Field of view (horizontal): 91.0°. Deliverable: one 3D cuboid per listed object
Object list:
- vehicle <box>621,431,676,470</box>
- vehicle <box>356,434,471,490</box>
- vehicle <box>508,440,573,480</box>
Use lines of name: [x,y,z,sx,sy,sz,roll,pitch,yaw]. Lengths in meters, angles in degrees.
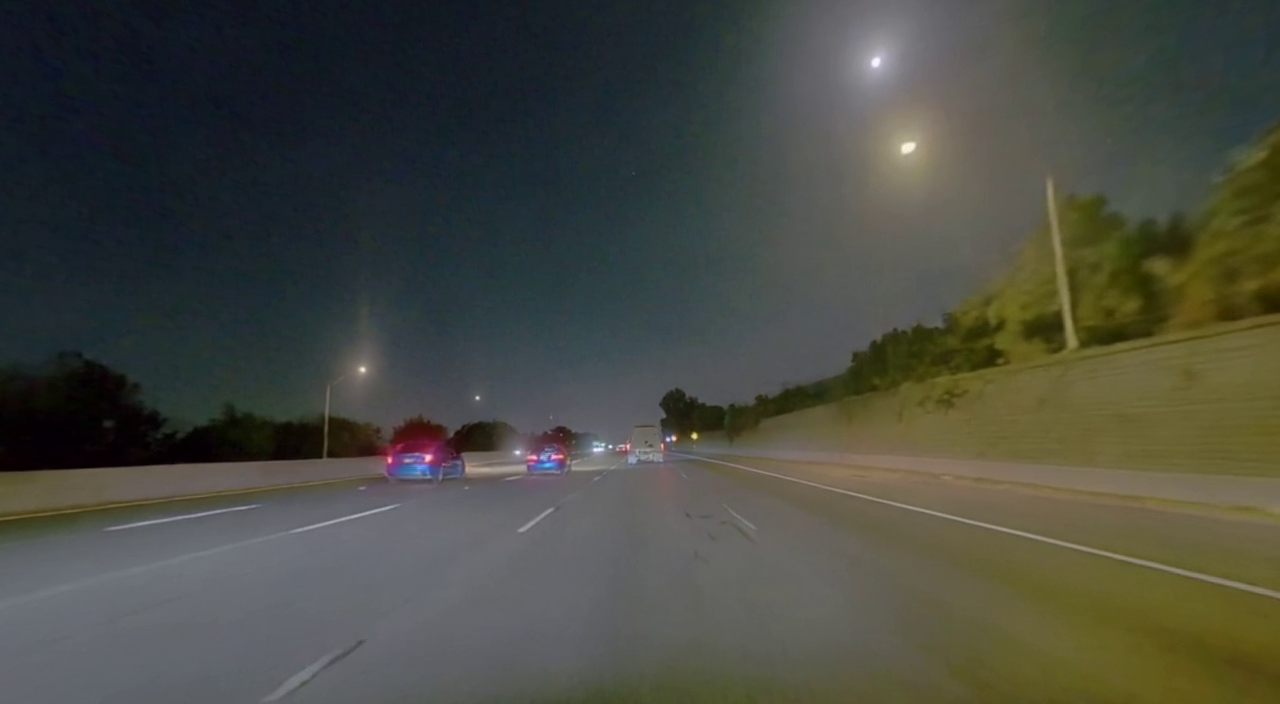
vehicle: [0.409,5.486,35.051,2.856,1.994,4.931,0,-9,-1]
vehicle: [-7.528,3.699,21.545,2.189,1.673,4.699,0,-9,0]
vehicle: [-4.054,4.456,26.304,2.000,1.512,4.371,0,-9,0]
